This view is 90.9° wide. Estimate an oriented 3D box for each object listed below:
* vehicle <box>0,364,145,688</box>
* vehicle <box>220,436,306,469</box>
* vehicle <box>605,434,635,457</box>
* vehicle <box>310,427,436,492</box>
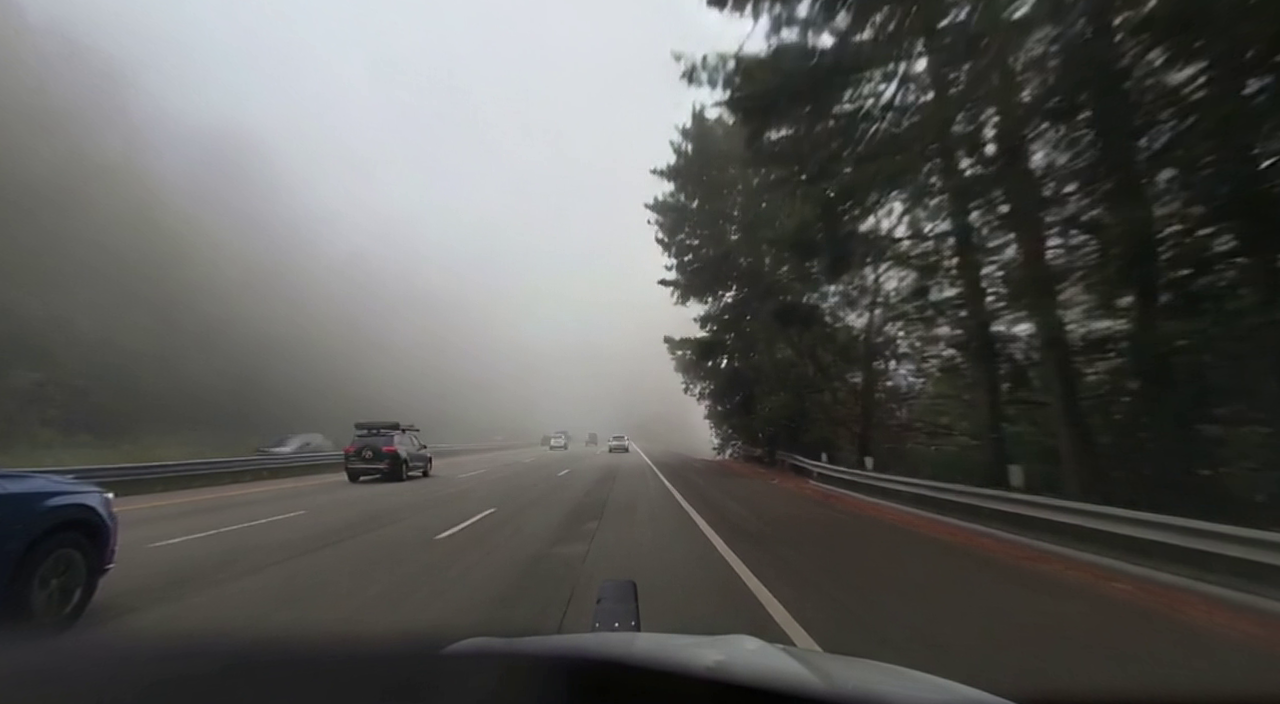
[{"bbox_3d":[-4.498,0.760,2.019,2.069,1.748,4.652,0,-8,-1],"label":"vehicle"},{"bbox_3d":[-17.971,4.765,30.236,1.753,1.481,3.929,0,-8,-1],"label":"vehicle"},{"bbox_3d":[-1.477,7.072,47.770,2.178,1.658,3.916,0,-8,-1],"label":"vehicle"},{"bbox_3d":[-7.987,3.231,19.396,1.964,1.745,4.338,0,-8,0],"label":"vehicle"}]
